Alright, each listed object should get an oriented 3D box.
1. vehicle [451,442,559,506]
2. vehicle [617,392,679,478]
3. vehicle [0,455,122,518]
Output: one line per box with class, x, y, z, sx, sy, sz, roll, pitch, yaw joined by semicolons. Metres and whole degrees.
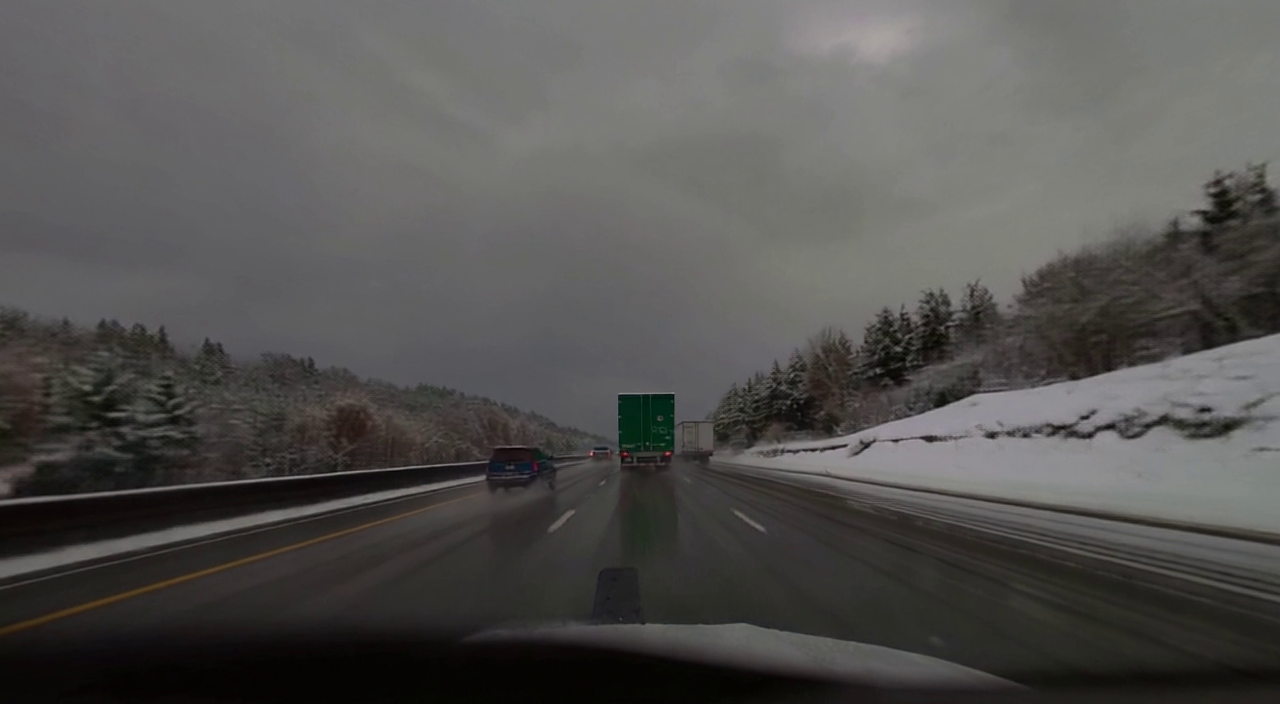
vehicle;-3.541;3.288;17.397;2.050;1.517;3.996;0;-9;1
vehicle;0.349;4.804;35.648;2.932;4.042;11.054;0;-9;0
vehicle;-18.461;3.907;18.621;2.015;1.655;5.025;0;-9;0
